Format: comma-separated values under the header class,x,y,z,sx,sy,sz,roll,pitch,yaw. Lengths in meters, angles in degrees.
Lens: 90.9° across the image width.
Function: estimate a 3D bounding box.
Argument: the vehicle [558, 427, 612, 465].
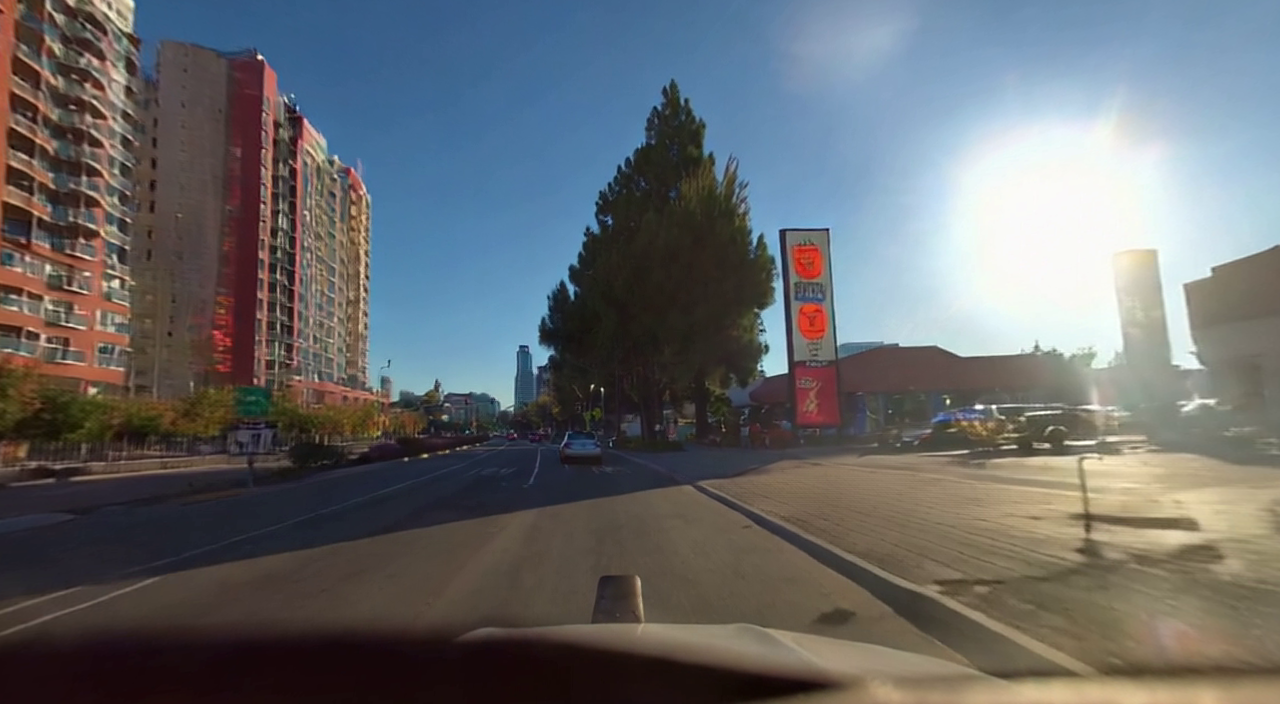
class,x,y,z,sx,sy,sz,roll,pitch,yaw
vehicle,-2.588,4.242,28.661,2.231,1.572,4.227,1,-8,-8
